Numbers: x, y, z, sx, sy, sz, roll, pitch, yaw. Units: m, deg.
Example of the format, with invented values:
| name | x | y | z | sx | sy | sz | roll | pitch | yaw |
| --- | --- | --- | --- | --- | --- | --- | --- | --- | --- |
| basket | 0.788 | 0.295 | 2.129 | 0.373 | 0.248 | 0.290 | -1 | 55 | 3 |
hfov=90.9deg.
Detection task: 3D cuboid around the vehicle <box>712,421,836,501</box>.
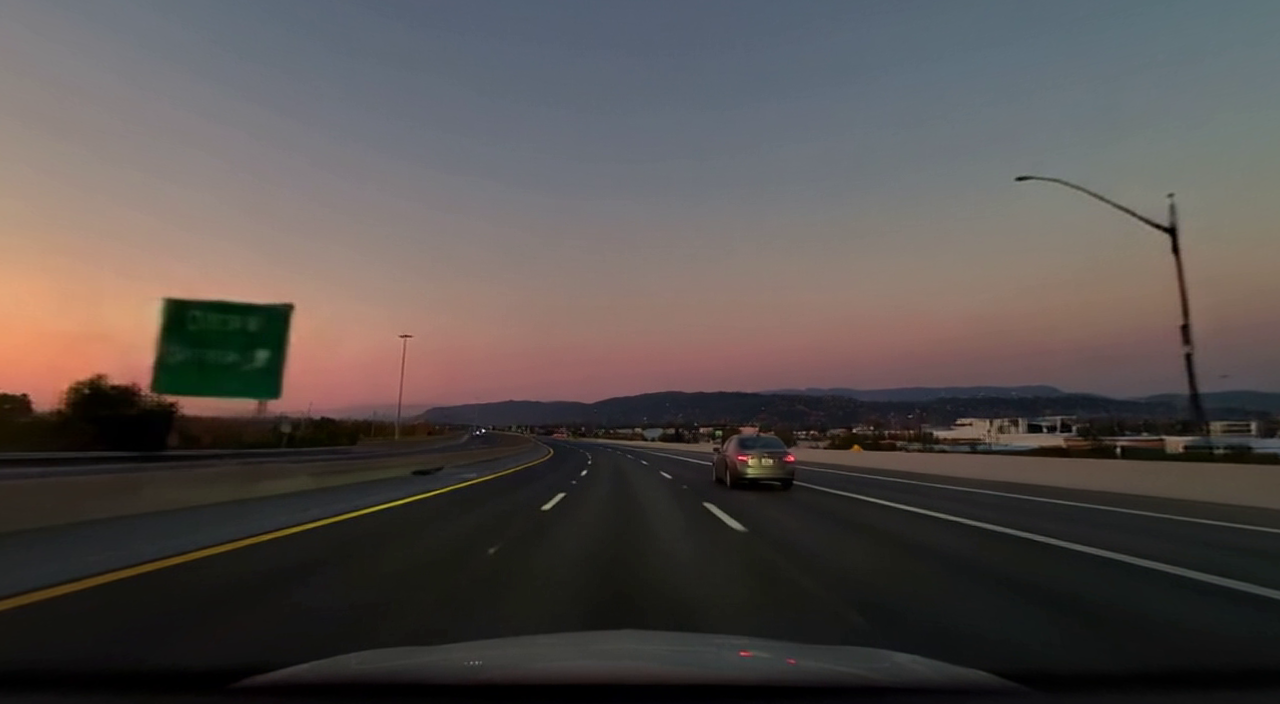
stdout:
| name | x | y | z | sx | sy | sz | roll | pitch | yaw |
| --- | --- | --- | --- | --- | --- | --- | --- | --- | --- |
| vehicle | 3.145 | 2.674 | 15.812 | 2.059 | 1.715 | 4.192 | 0 | -8 | -2 |
